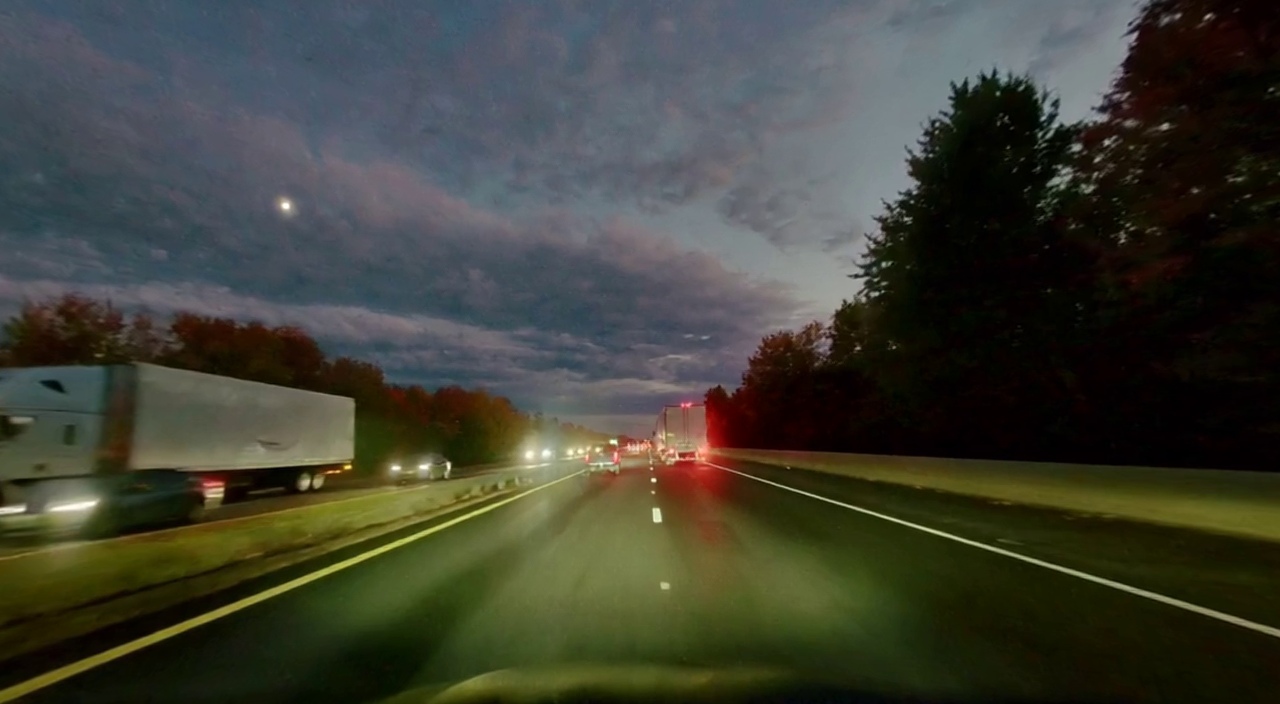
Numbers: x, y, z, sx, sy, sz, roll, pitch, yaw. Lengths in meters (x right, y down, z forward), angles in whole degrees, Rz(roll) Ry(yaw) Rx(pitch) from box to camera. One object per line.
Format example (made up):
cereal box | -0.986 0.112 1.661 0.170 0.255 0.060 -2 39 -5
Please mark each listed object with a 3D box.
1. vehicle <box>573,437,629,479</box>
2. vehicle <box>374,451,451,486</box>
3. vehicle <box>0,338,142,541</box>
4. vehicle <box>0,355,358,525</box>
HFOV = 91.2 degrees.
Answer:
vehicle | -1.646 4.697 27.904 2.151 1.693 4.201 -1 -9 1
vehicle | -10.860 5.568 30.263 1.958 1.503 4.696 -1 -9 0
vehicle | -15.105 2.068 14.580 2.924 4.285 4.614 -1 -9 0
vehicle | -14.960 3.191 22.426 2.946 4.111 14.152 -1 -9 1
